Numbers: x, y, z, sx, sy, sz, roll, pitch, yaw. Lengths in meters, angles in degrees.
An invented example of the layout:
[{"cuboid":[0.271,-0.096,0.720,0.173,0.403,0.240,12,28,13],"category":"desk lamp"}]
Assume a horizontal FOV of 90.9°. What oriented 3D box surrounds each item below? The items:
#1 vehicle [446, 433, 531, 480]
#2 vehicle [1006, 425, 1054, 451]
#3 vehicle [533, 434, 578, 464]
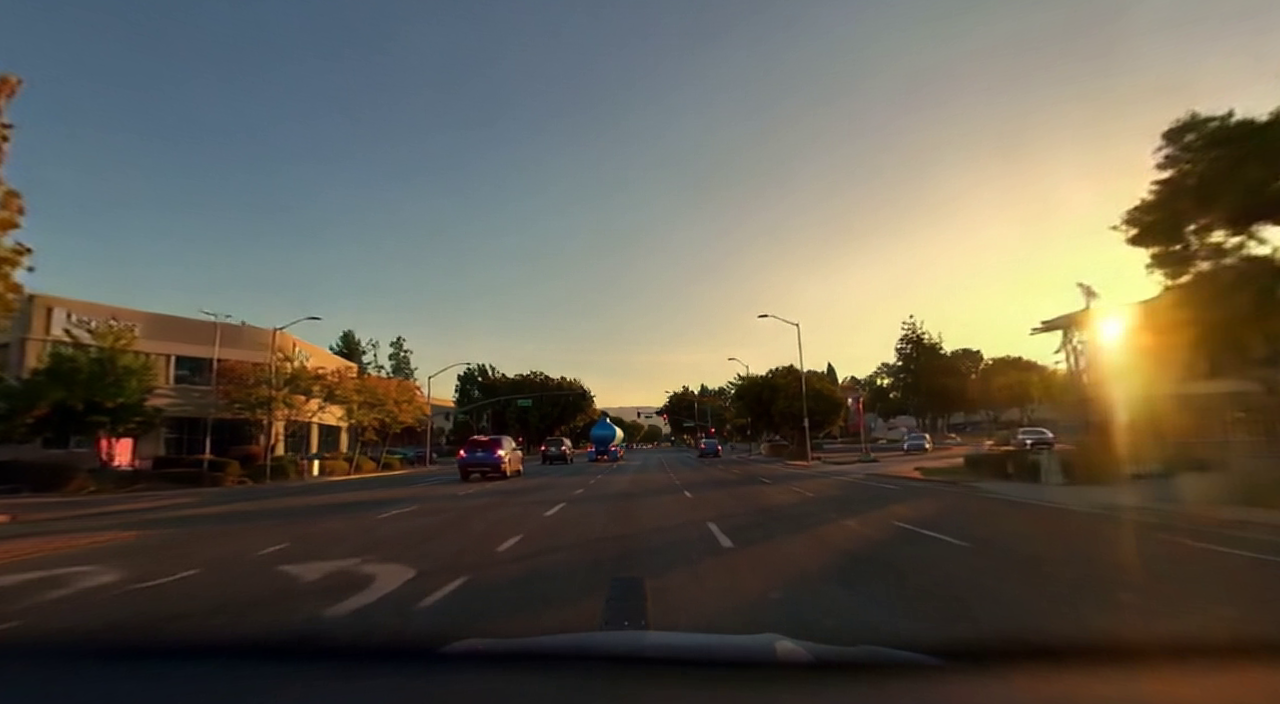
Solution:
[{"cuboid":[-6.049,4.236,25.782,2.179,1.750,4.621,0,-8,2],"category":"vehicle"},{"cuboid":[23.758,5.252,38.328,1.924,1.467,4.572,-6,-11,37],"category":"vehicle"},{"cuboid":[-5.979,6.969,45.364,2.375,1.989,5.497,0,-8,1],"category":"vehicle"}]
